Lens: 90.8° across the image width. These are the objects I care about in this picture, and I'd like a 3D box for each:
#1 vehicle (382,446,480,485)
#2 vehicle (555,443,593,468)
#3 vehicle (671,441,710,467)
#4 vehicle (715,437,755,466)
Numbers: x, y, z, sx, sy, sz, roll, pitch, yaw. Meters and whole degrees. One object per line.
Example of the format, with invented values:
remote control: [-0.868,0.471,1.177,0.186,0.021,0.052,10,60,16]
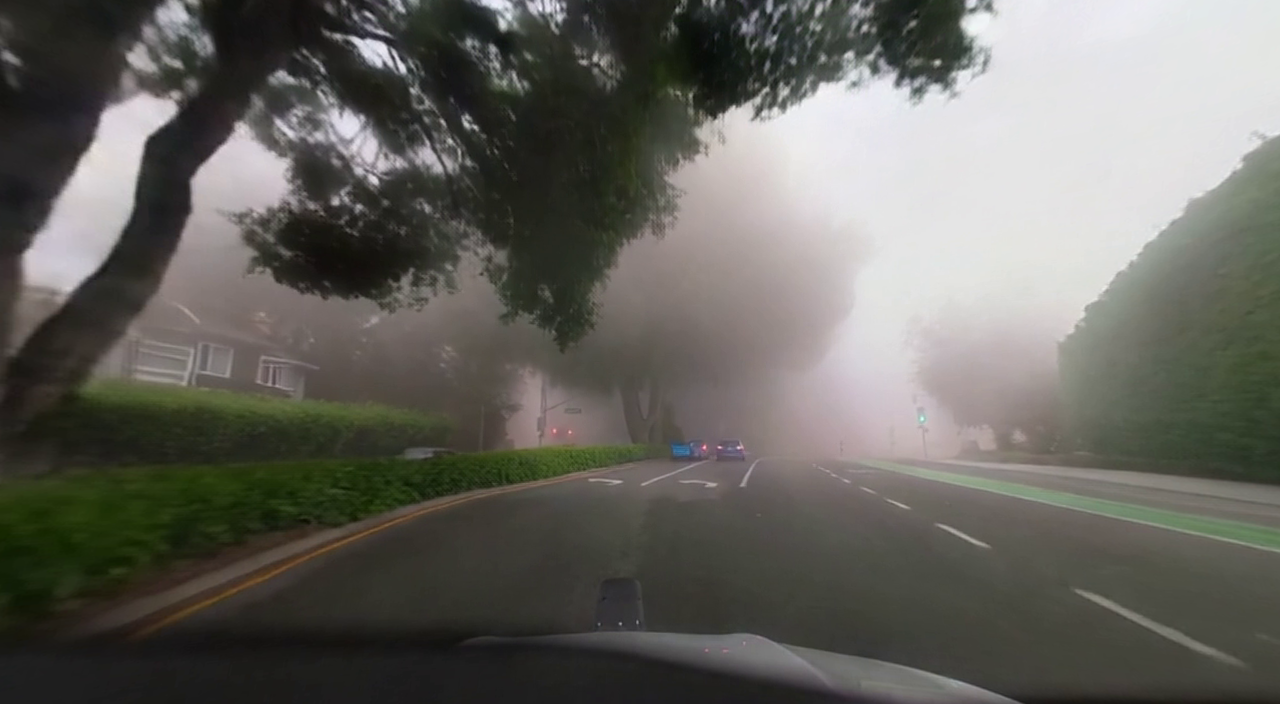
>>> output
vehicle: [-8.646,4.716,26.678,1.947,1.486,4.862,-1,-9,8]
vehicle: [-4.518,7.140,43.806,2.029,1.667,4.504,-1,-8,2]
vehicle: [3.189,6.348,39.429,1.923,1.498,3.887,-2,-9,11]
vehicle: [6.129,6.356,40.483,2.286,1.701,4.395,-2,-9,11]
